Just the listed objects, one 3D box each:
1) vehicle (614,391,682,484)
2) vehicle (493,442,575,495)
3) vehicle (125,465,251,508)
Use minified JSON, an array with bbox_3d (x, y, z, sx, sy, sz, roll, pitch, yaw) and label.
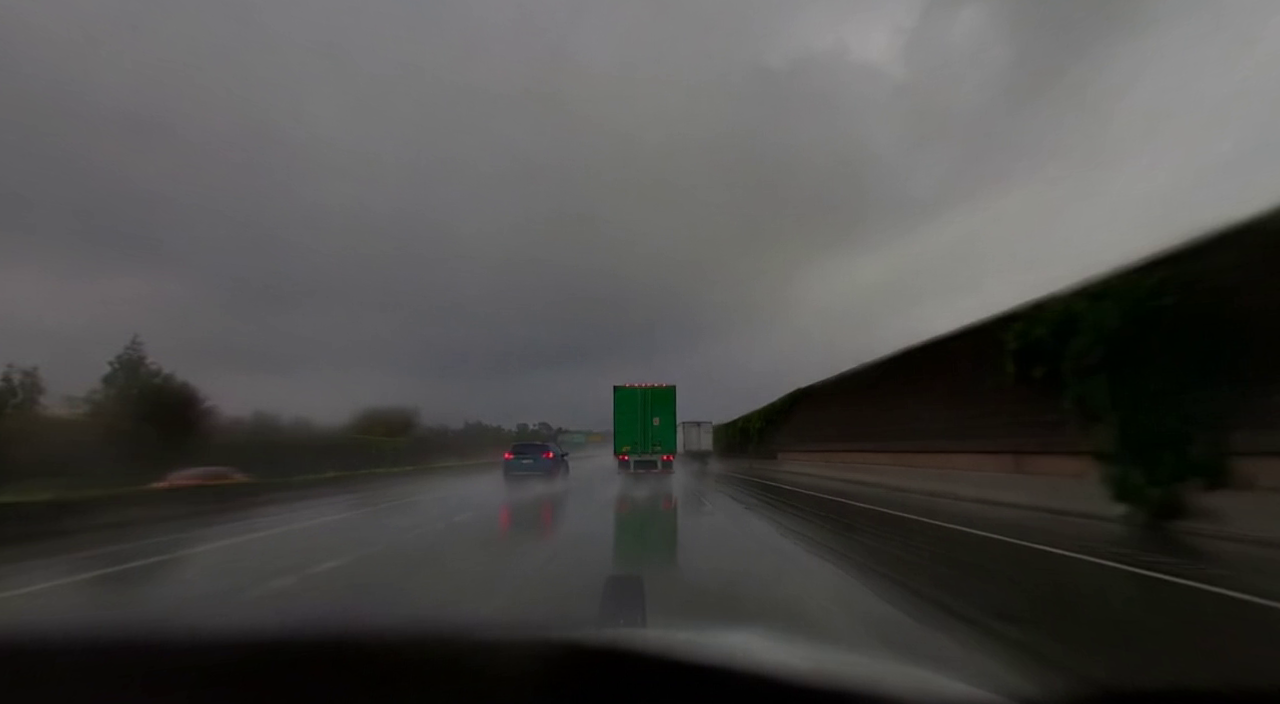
[{"bbox_3d":[0.284,4.568,33.049,2.932,4.042,11.054,0,-9,-1],"label":"vehicle"},{"bbox_3d":[-3.610,4.062,22.367,2.173,1.657,4.401,0,-9,0],"label":"vehicle"},{"bbox_3d":[-18.446,5.479,26.070,1.868,1.514,4.493,0,-9,0],"label":"vehicle"}]
